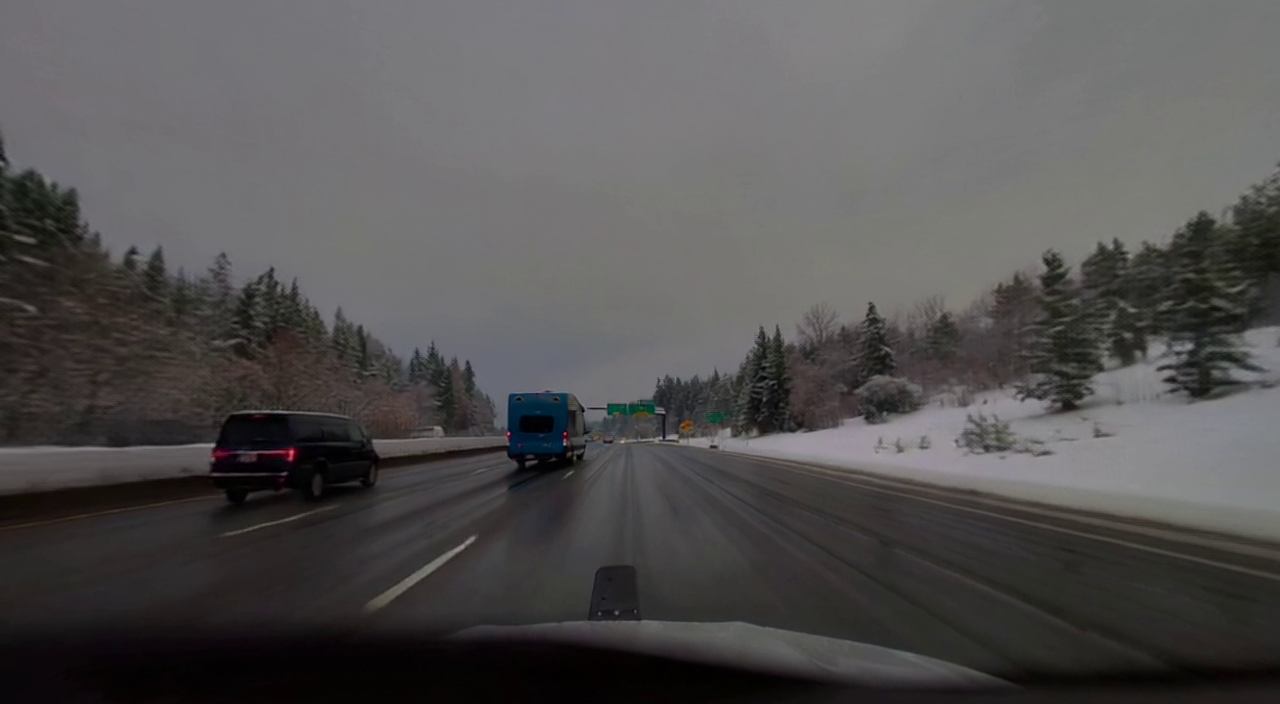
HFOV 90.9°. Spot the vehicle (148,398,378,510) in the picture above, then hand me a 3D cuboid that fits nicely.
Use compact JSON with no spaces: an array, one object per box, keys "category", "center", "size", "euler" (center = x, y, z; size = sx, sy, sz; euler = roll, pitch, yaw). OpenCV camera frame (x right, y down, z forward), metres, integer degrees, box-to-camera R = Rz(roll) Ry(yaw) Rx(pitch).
[{"category":"vehicle","center":[-7.220,1.981,12.734],"size":[2.045,1.873,4.202],"euler":[0,-7,-1]}]

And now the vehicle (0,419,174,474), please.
[{"category":"vehicle","center":[-17.033,2.868,19.446],"size":[1.858,1.486,4.528],"euler":[0,-7,-1]}]

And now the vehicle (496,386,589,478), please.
[{"category":"vehicle","center":[-3.766,3.310,26.192],"size":[2.676,3.269,7.388],"euler":[0,-7,0]}]
